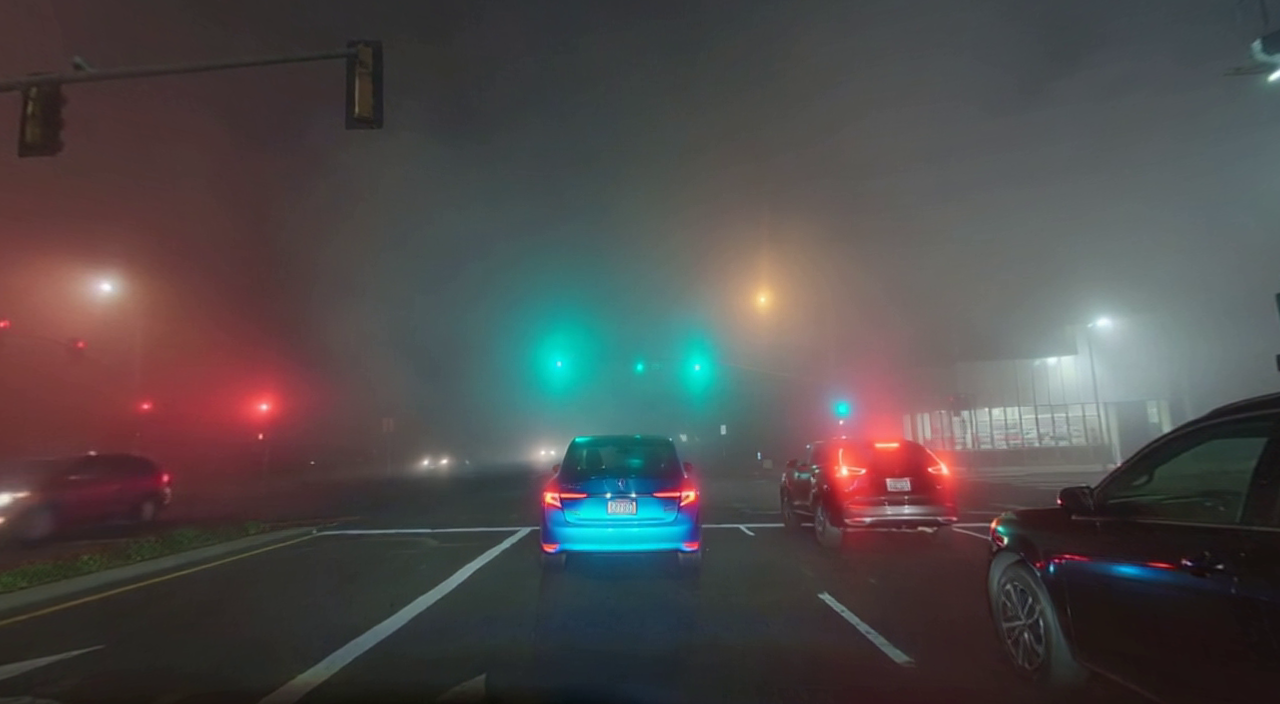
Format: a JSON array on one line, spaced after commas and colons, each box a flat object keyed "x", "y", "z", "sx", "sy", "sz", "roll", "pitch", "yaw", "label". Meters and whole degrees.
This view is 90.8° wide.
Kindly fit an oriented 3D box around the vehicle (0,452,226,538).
[{"x": -11.615, "y": 2.992, "z": 13.935, "sx": 1.887, "sy": 1.516, "sz": 4.524, "roll": 0, "pitch": -8, "yaw": 0, "label": "vehicle"}]

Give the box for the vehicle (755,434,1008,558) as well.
[{"x": 3.226, "y": 2.007, "z": 9.625, "sx": 2.009, "sy": 1.414, "sz": 4.416, "roll": 0, "pitch": -8, "yaw": -2, "label": "vehicle"}]

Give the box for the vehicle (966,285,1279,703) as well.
[{"x": 3.015, "y": 0.635, "z": 1.586, "sx": 2.047, "sy": 1.785, "sz": 4.357, "roll": 0, "pitch": -8, "yaw": 0, "label": "vehicle"}]

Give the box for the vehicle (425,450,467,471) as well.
[{"x": -14.683, "y": 8.207, "z": 48.001, "sx": 1.817, "sy": 1.442, "sz": 4.371, "roll": 0, "pitch": -8, "yaw": 0, "label": "vehicle"}]

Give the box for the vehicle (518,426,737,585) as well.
[{"x": -0.135, "y": 1.765, "z": 8.073, "sx": 2.095, "sy": 1.502, "sz": 3.873, "roll": 0, "pitch": -8, "yaw": 0, "label": "vehicle"}]
